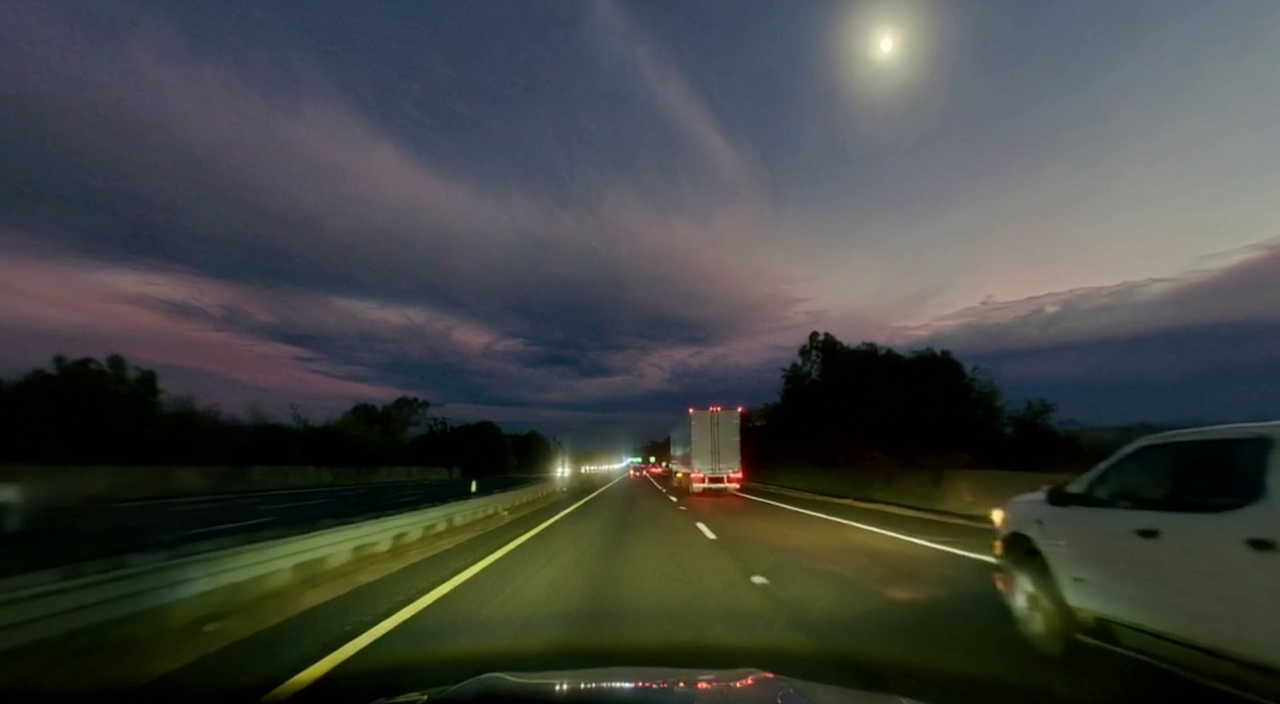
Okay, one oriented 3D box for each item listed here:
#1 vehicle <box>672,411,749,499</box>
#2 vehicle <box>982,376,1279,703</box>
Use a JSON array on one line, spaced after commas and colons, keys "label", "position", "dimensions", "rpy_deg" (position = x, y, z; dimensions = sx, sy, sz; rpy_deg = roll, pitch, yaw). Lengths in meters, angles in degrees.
[{"label": "vehicle", "position": [3.687, 6.121, 36.773], "dimensions": [2.863, 4.088, 14.040], "rpy_deg": [1, -10, 0]}, {"label": "vehicle", "position": [3.447, 0.873, 1.959], "dimensions": [2.124, 1.662, 4.641], "rpy_deg": [1, -10, 0]}]
